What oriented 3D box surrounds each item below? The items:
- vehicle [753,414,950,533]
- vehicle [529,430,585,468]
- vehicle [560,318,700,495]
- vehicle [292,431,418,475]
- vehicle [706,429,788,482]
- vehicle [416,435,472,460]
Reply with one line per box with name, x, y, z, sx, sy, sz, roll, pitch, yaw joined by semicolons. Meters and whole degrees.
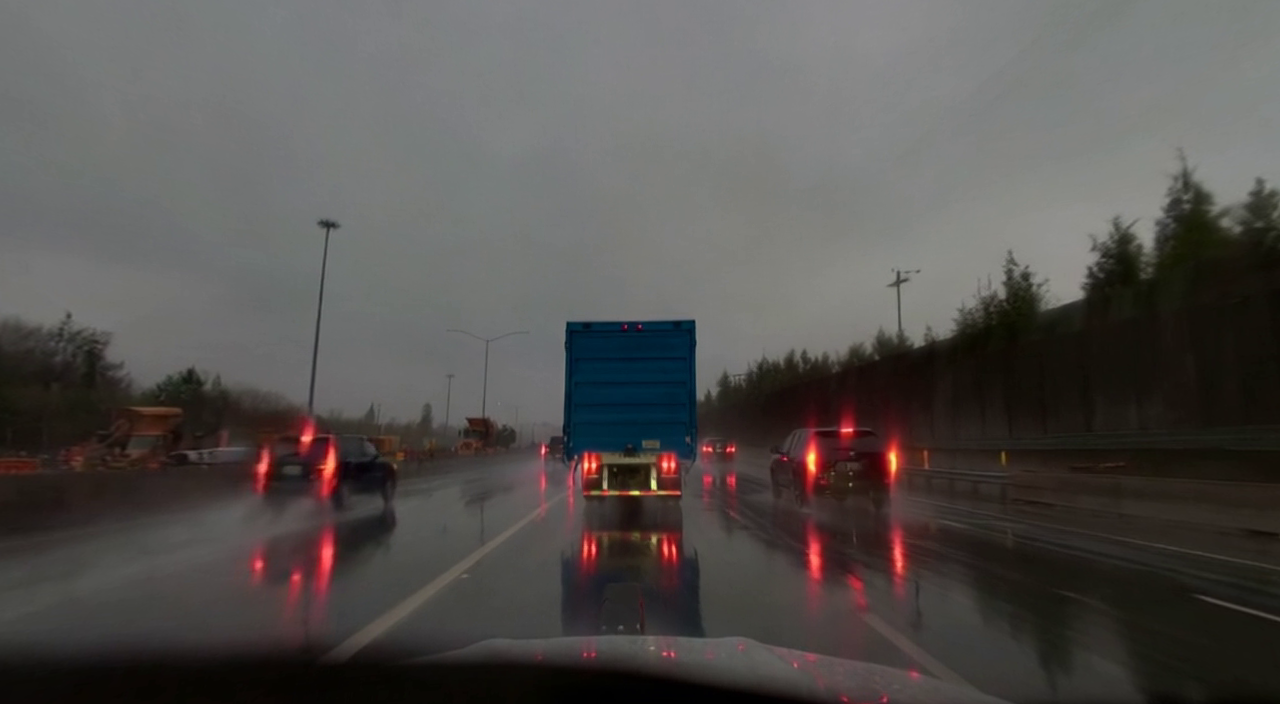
vehicle;3.480;2.099;11.388;2.103;1.713;4.173;0;-9;0
vehicle;-4.073;4.890;31.793;2.095;1.736;4.529;0;-9;2
vehicle;-0.180;1.942;19.135;3.067;3.940;10.154;0;-9;0
vehicle;-12.921;4.627;28.810;4.663;1.708;2.054;3;-9;-4
vehicle;3.702;3.678;22.590;1.998;1.713;4.149;1;-9;-3
vehicle;-12.458;6.106;40.287;1.887;1.511;4.152;0;-9;6
